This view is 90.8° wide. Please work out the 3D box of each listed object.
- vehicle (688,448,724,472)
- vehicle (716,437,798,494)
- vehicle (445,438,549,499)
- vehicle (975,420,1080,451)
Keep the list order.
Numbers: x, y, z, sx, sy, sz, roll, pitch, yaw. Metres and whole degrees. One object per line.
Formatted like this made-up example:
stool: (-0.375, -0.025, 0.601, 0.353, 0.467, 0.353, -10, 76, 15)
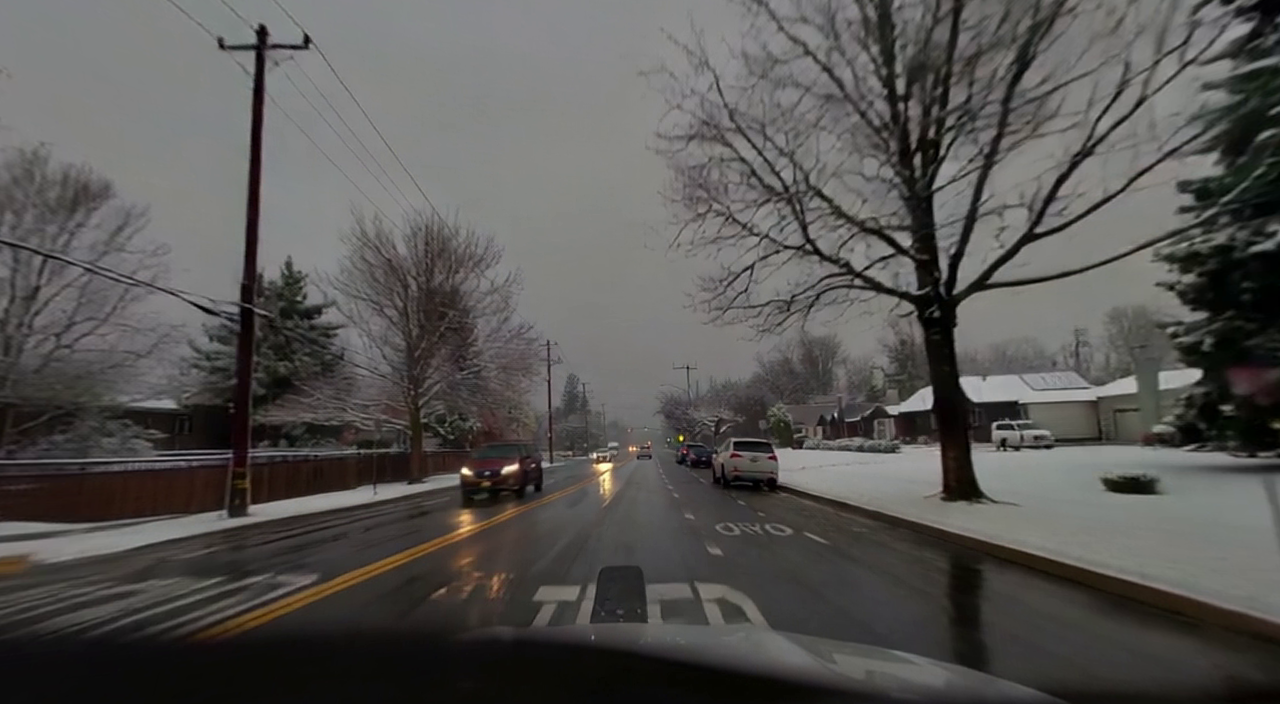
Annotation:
vehicle: (4.219, 6.969, 41.083, 1.874, 1.415, 4.683, 0, -9, 0)
vehicle: (3.903, 3.884, 22.024, 2.087, 1.725, 4.986, 0, -9, 2)
vehicle: (-4.638, 3.850, 21.432, 2.091, 1.793, 5.296, 0, -9, 2)
vehicle: (22.283, 4.841, 36.438, 4.799, 1.678, 2.002, 1, -9, -4)
